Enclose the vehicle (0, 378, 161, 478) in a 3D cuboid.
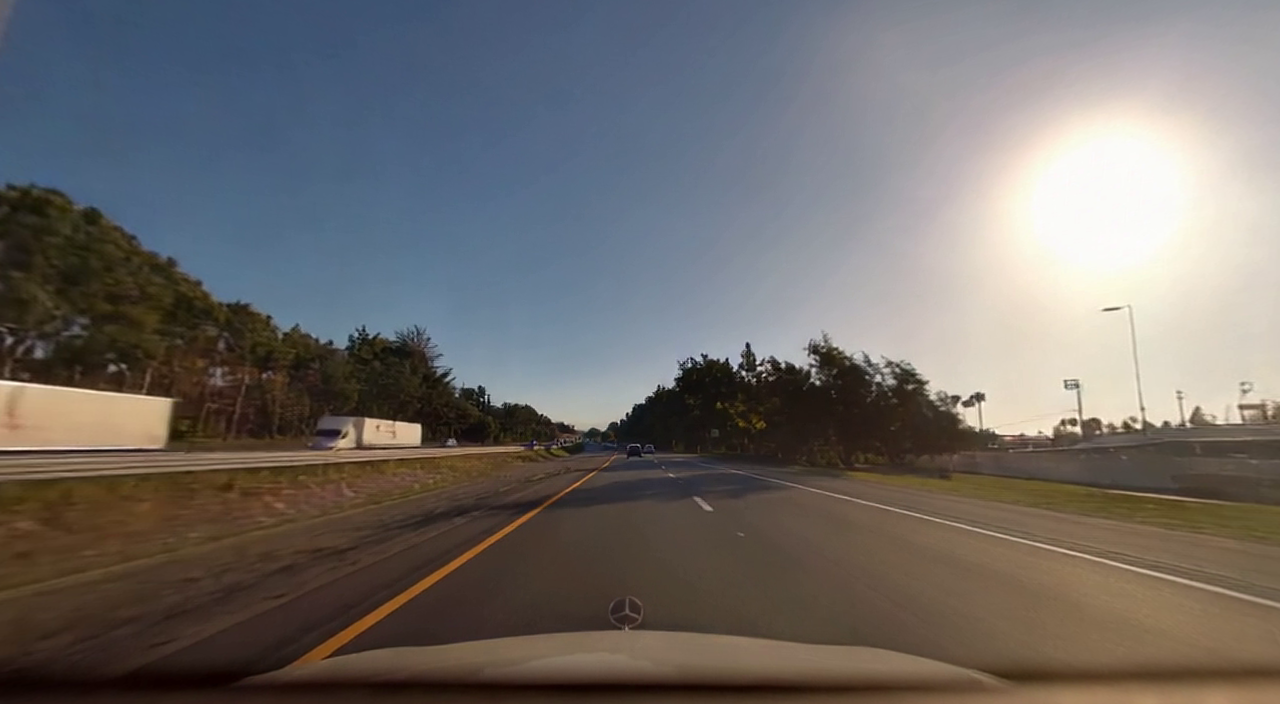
[{"bbox_3d":[-28.661,3.325,27.309,2.920,4.198,16.691,0,-8,0],"label":"vehicle"}]
